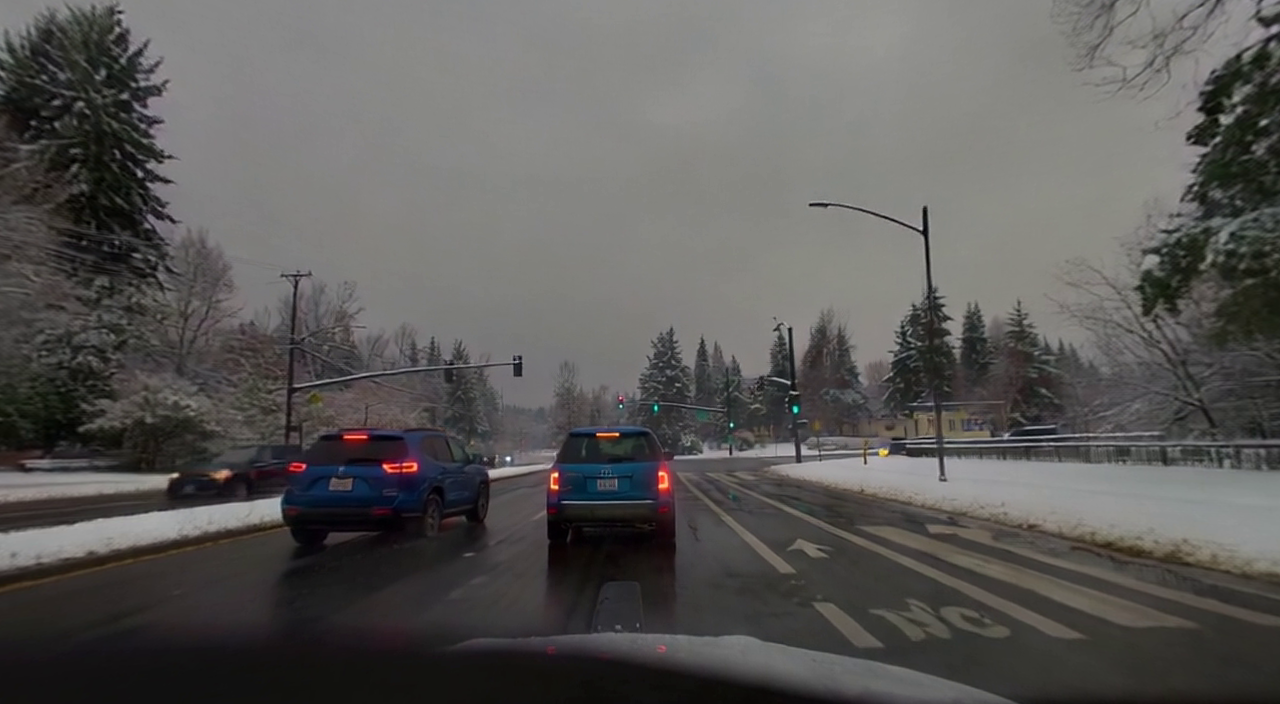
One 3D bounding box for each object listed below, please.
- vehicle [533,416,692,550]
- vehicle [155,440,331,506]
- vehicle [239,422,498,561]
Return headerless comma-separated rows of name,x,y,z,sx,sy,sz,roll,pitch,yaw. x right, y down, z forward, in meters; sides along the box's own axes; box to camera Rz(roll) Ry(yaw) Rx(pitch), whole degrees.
vehicle,-0.330,2.145,11.103,2.131,1.793,5.016,0,-8,1
vehicle,-11.216,3.420,18.365,2.070,1.635,4.559,0,-8,1
vehicle,-3.823,2.038,9.988,2.009,1.673,4.454,0,-8,2
